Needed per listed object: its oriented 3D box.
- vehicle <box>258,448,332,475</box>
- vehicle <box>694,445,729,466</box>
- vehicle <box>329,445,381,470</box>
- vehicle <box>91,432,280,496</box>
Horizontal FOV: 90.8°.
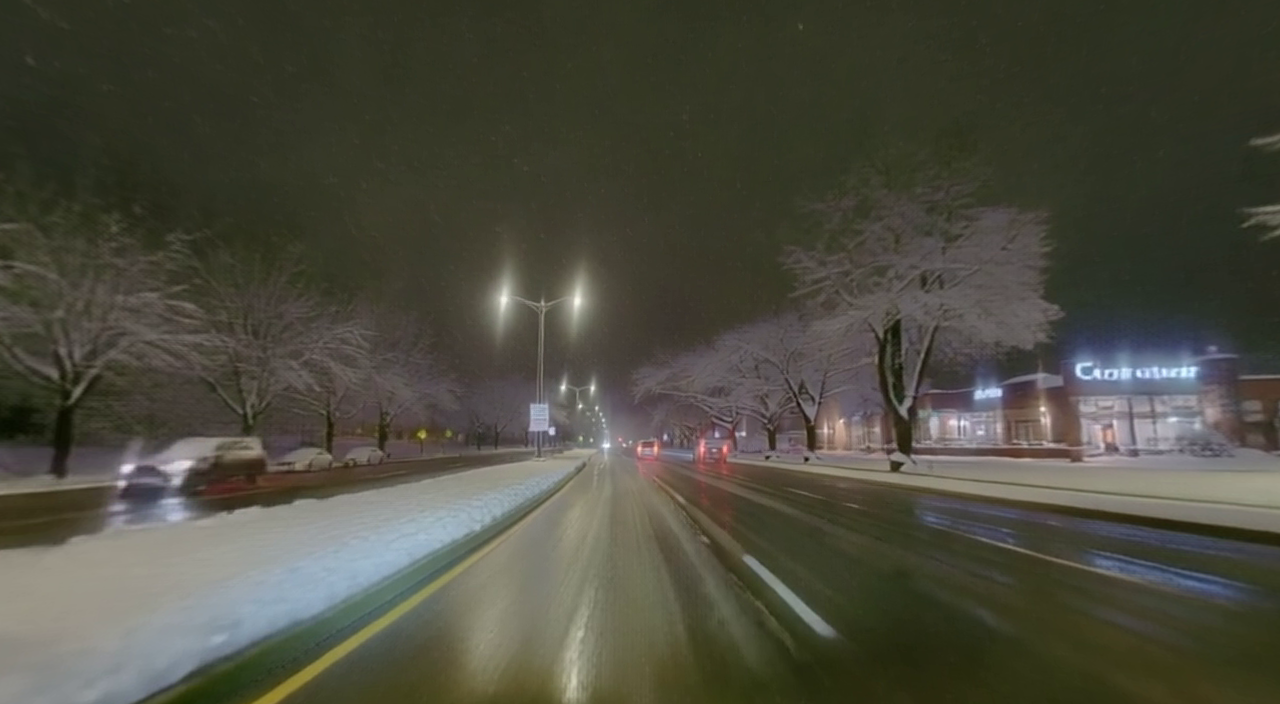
[{"bbox_3d":[-20.569,6.542,37.936,1.915,1.477,4.773,0,-8,-2],"label":"vehicle"},{"bbox_3d":[5.293,7.701,47.285,1.876,1.474,4.126,0,-8,-5],"label":"vehicle"},{"bbox_3d":[-21.089,7.794,46.956,1.957,1.643,4.460,0,-7,-3],"label":"vehicle"},{"bbox_3d":[-14.295,3.545,20.420,2.058,1.770,5.291,-1,-8,1],"label":"vehicle"}]
